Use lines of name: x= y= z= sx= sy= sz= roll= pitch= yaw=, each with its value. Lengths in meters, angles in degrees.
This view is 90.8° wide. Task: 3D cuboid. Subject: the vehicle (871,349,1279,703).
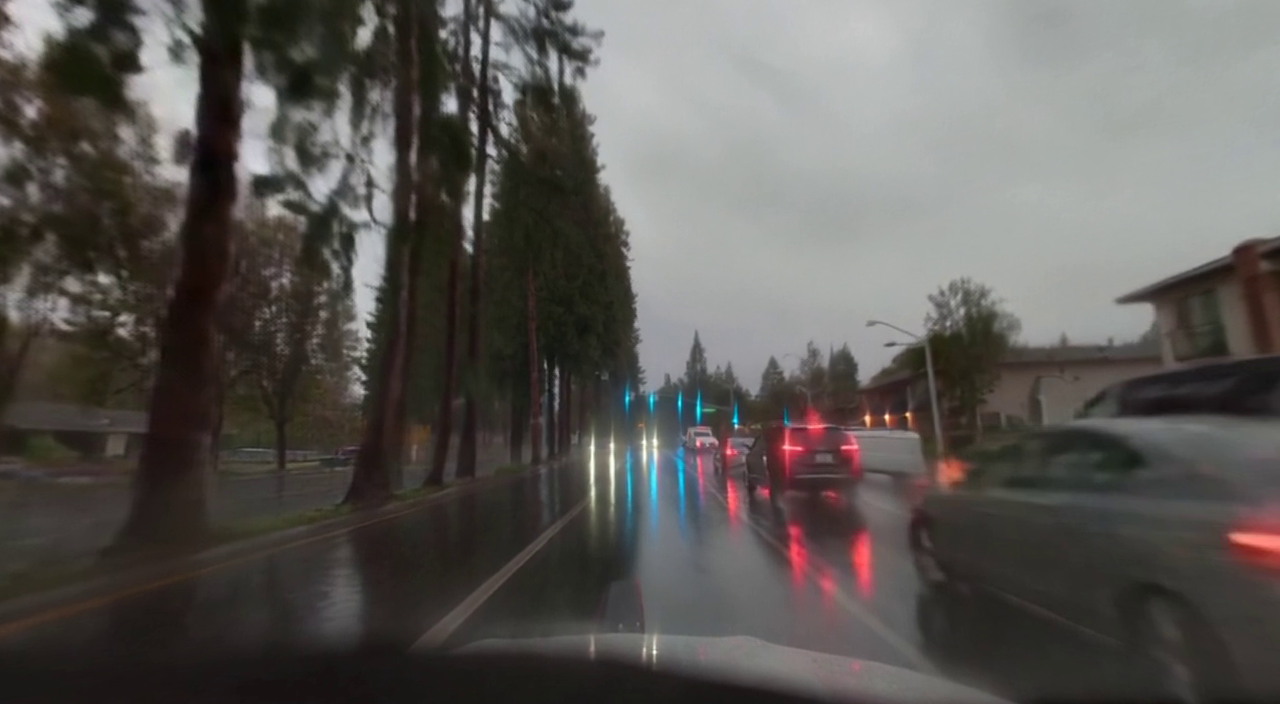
vehicle: x=3.124 y=1.032 z=3.951 sx=1.945 sy=1.563 sz=3.735 roll=0 pitch=-8 yaw=1

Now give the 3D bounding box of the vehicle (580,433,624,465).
vehicle: x=-2.078 y=5.492 z=35.848 sx=2.083 sy=1.691 sz=4.398 roll=0 pitch=-8 yaw=2

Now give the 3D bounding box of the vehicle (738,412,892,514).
vehicle: x=3.438 y=2.285 z=13.410 sx=1.985 sy=1.772 sz=4.479 roll=0 pitch=-8 yaw=0
